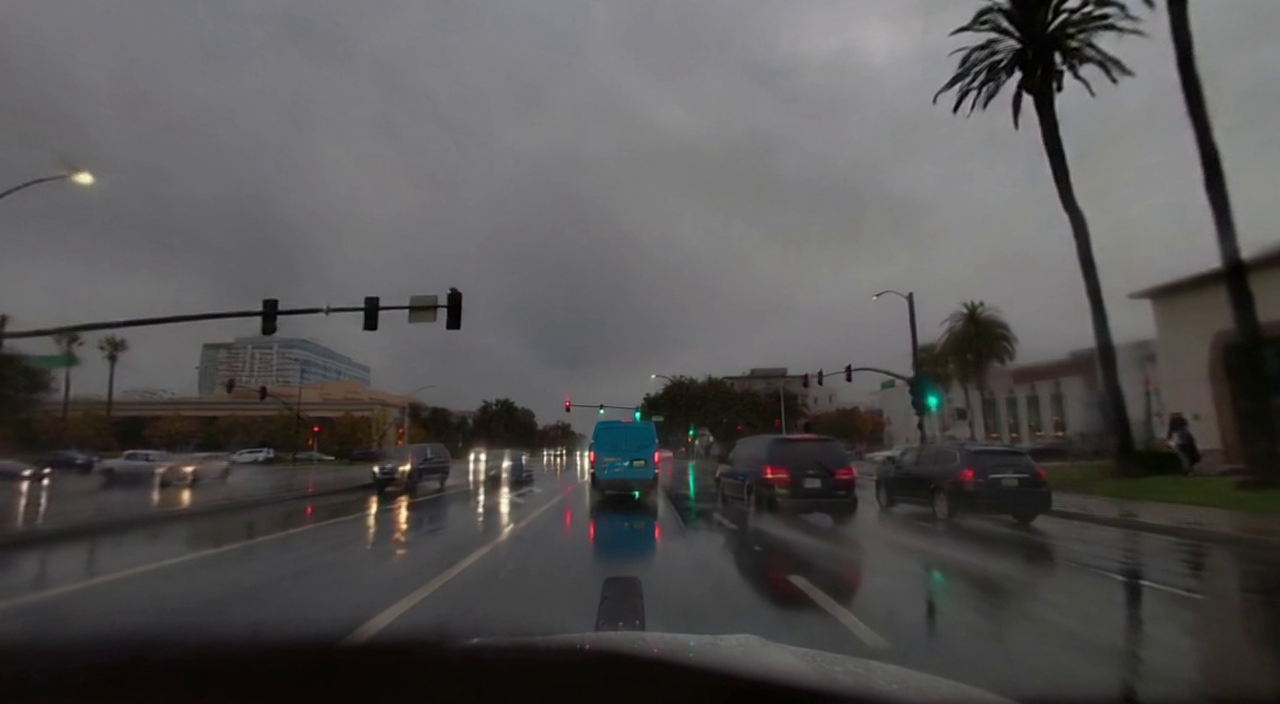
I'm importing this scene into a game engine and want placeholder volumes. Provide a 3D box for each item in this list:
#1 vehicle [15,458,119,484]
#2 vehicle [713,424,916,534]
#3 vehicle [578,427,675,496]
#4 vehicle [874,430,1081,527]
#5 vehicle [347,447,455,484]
[{"bbox_3d":[-38.627,8.000,42.722,4.644,1.622,2.315,0,-9,-3],"label":"vehicle"},{"bbox_3d":[3.087,2.397,12.595,2.462,1.736,4.899,0,-9,-2],"label":"vehicle"},{"bbox_3d":[-0.522,3.655,21.478,2.848,1.991,5.706,0,-9,-3],"label":"vehicle"},{"bbox_3d":[7.124,2.696,14.041,2.023,1.771,4.488,0,-9,-1],"label":"vehicle"},{"bbox_3d":[-11.500,5.405,30.418,4.681,1.653,2.109,-4,-9,25],"label":"vehicle"}]
